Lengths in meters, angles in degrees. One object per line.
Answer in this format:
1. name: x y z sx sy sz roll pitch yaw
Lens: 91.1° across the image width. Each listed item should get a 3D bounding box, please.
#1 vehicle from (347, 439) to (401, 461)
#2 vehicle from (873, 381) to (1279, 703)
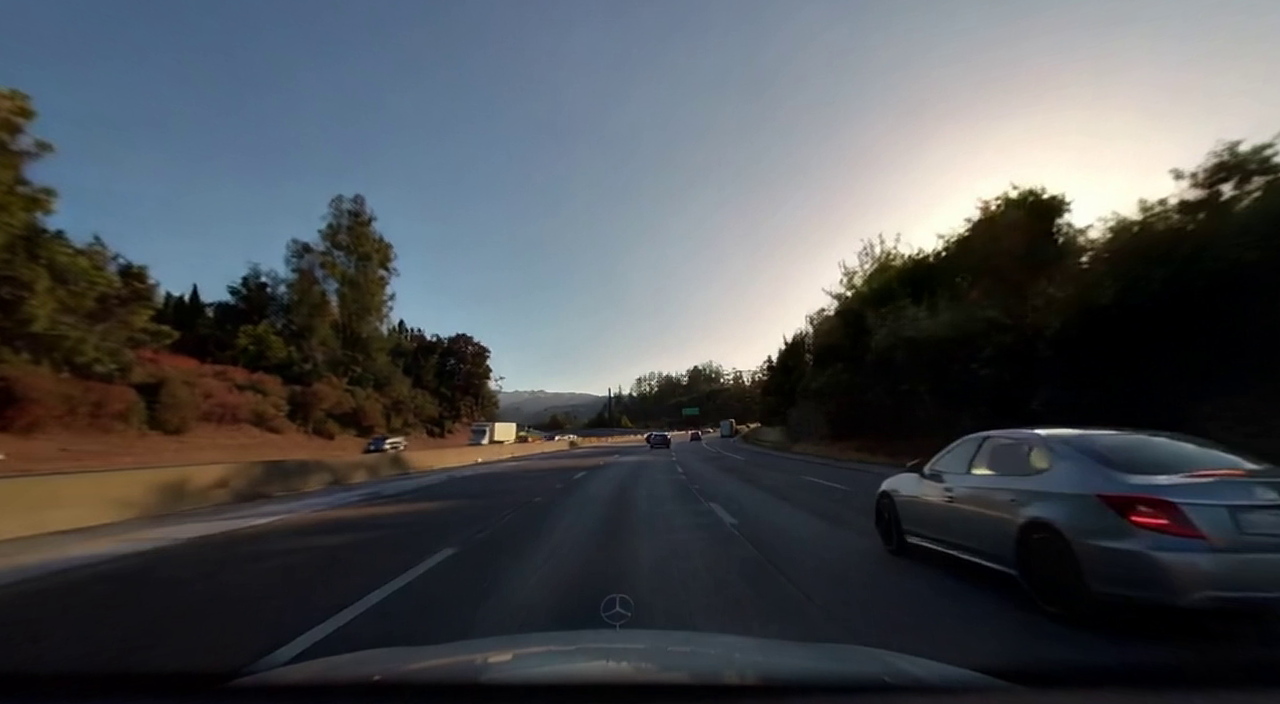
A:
1. vehicle: -19.162 7.070 45.490 1.829 1.478 4.408 0 -8 3
2. vehicle: 3.564 1.123 4.591 1.982 1.452 4.294 0 -8 -2
